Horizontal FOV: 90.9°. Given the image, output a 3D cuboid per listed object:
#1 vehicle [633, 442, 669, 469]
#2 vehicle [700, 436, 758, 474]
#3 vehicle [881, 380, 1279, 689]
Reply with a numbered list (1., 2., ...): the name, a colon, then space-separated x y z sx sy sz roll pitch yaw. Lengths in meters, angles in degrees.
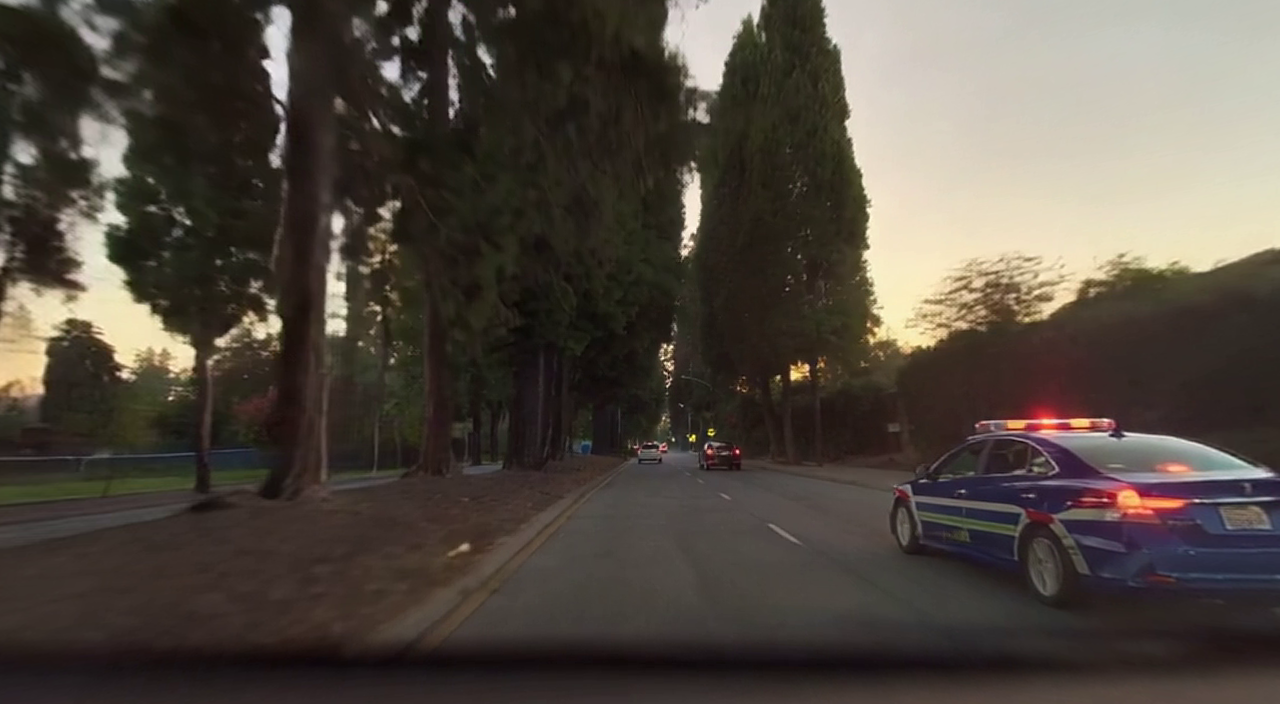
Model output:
1. vehicle: 0.586 6.127 37.537 2.026 1.466 4.282 0 -9 0
2. vehicle: 4.189 4.926 30.327 2.110 1.666 3.912 0 -9 -1
3. vehicle: 3.956 1.277 5.499 2.052 1.639 4.123 0 -9 0
